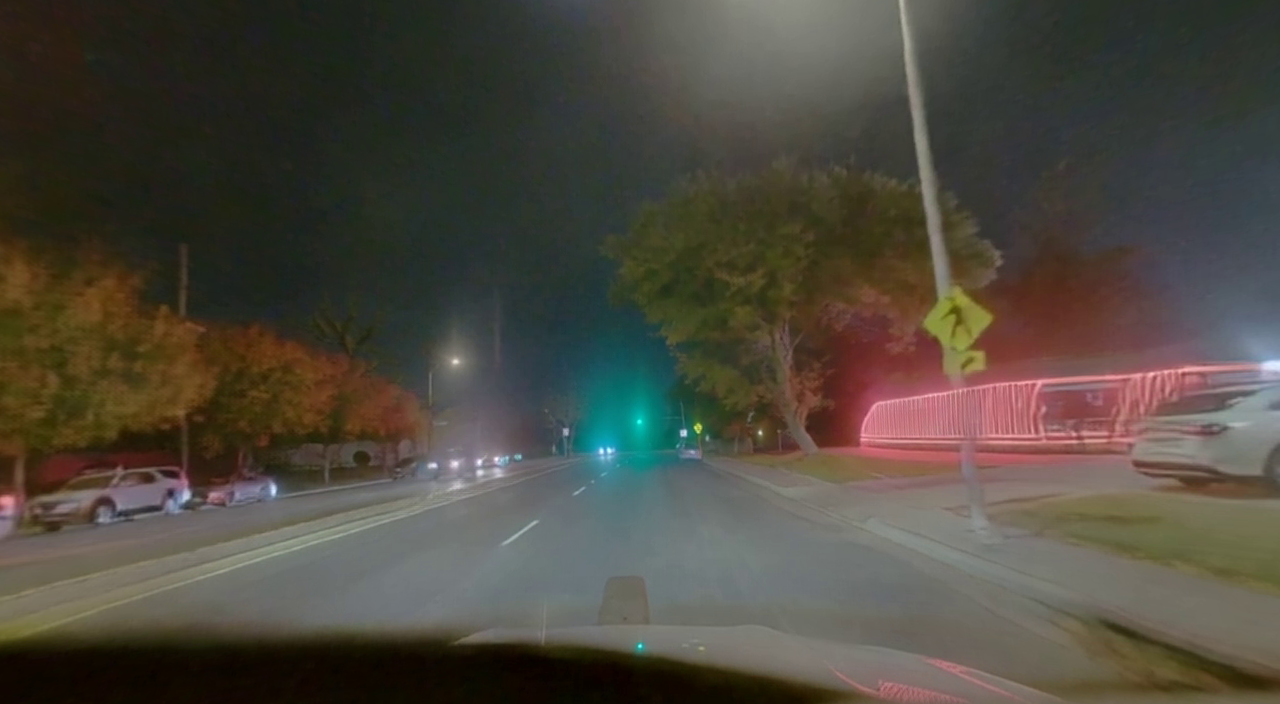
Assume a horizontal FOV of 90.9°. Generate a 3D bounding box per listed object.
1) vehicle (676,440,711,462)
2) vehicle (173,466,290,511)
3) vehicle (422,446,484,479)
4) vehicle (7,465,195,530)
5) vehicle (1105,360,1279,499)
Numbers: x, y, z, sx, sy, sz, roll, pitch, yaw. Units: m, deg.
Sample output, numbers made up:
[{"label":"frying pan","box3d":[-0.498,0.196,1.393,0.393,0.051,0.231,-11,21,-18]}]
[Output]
[{"label":"vehicle","box3d":[3.709,7.005,44.697,2.041,1.523,4.281,0,-8,-1]},{"label":"vehicle","box3d":[-17.835,5.953,27.865,1.902,1.484,4.908,-4,-9,1]},{"label":"vehicle","box3d":[-10.983,6.492,37.342,2.079,1.812,4.757,-1,-8,2]},{"label":"vehicle","box3d":[-17.991,4.827,21.474,1.882,1.706,4.938,-3,-9,3]},{"label":"vehicle","box3d":[9.916,1.117,9.078,4.843,1.748,1.985,0,-8,-3]}]
